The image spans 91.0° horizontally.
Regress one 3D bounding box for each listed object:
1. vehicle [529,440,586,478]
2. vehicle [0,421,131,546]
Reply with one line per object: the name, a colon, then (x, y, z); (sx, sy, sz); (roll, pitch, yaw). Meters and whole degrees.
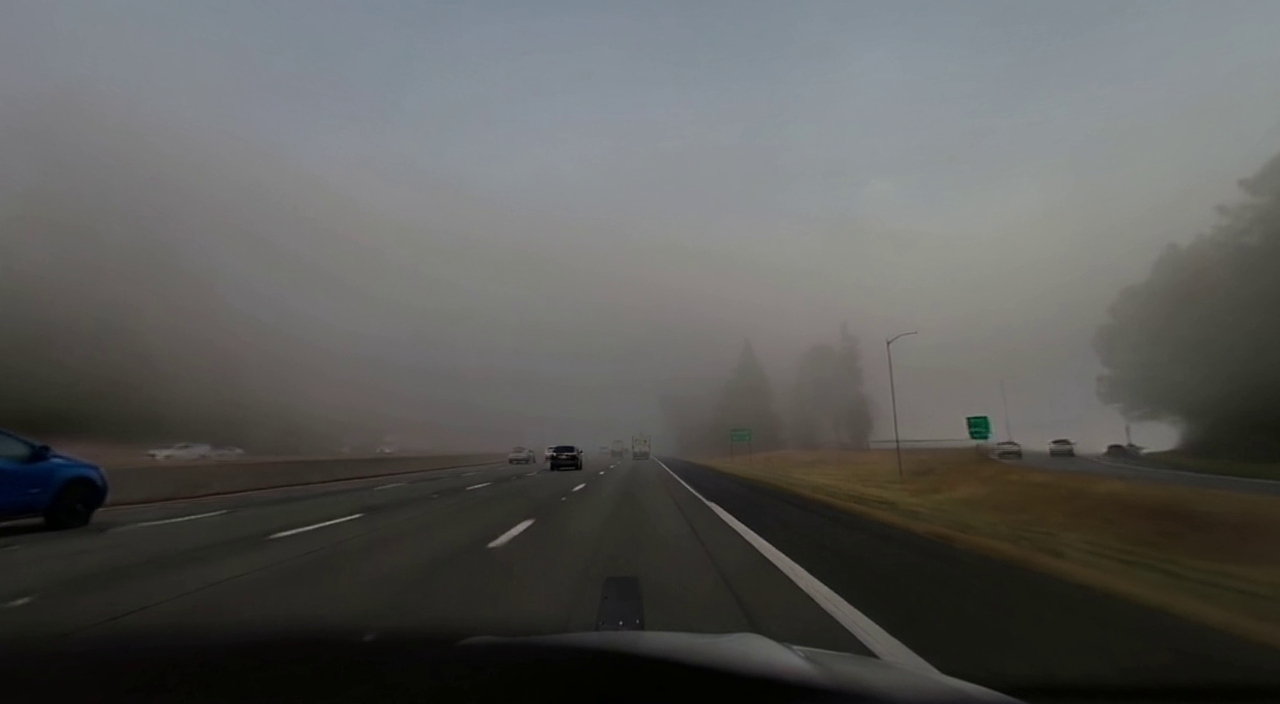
vehicle: (-3.852, 5.085, 30.150); (2.094, 1.695, 4.260); (0, -9, 1)
vehicle: (-10.177, 1.793, 8.424); (2.146, 1.764, 5.510); (0, -9, -1)
